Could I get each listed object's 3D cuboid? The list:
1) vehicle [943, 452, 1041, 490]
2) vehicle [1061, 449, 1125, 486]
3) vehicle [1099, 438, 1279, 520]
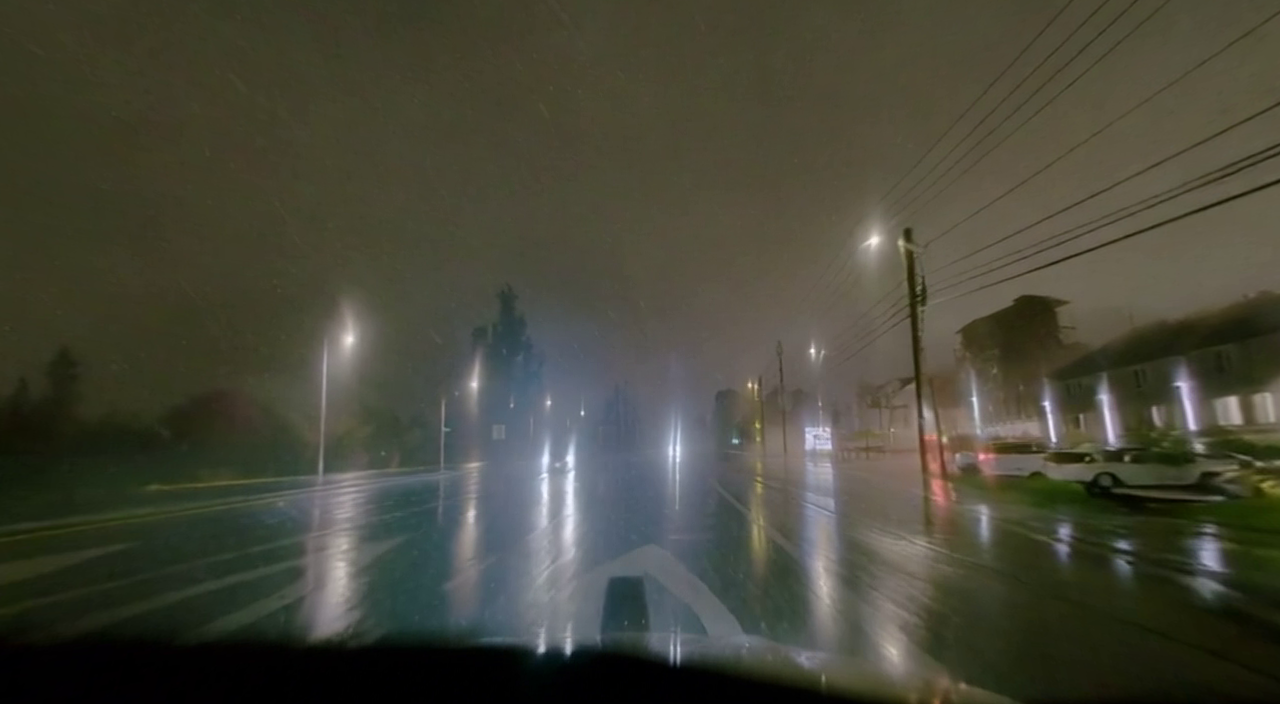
[{"bbox_3d":[16.670,5.648,30.167,1.832,1.413,4.505,-6,-8,-4],"label":"vehicle"},{"bbox_3d":[20.157,5.113,28.202,1.667,1.467,3.821,-4,-10,27],"label":"vehicle"},{"bbox_3d":[15.093,3.302,16.493,4.793,1.937,1.996,-6,-13,34],"label":"vehicle"}]
